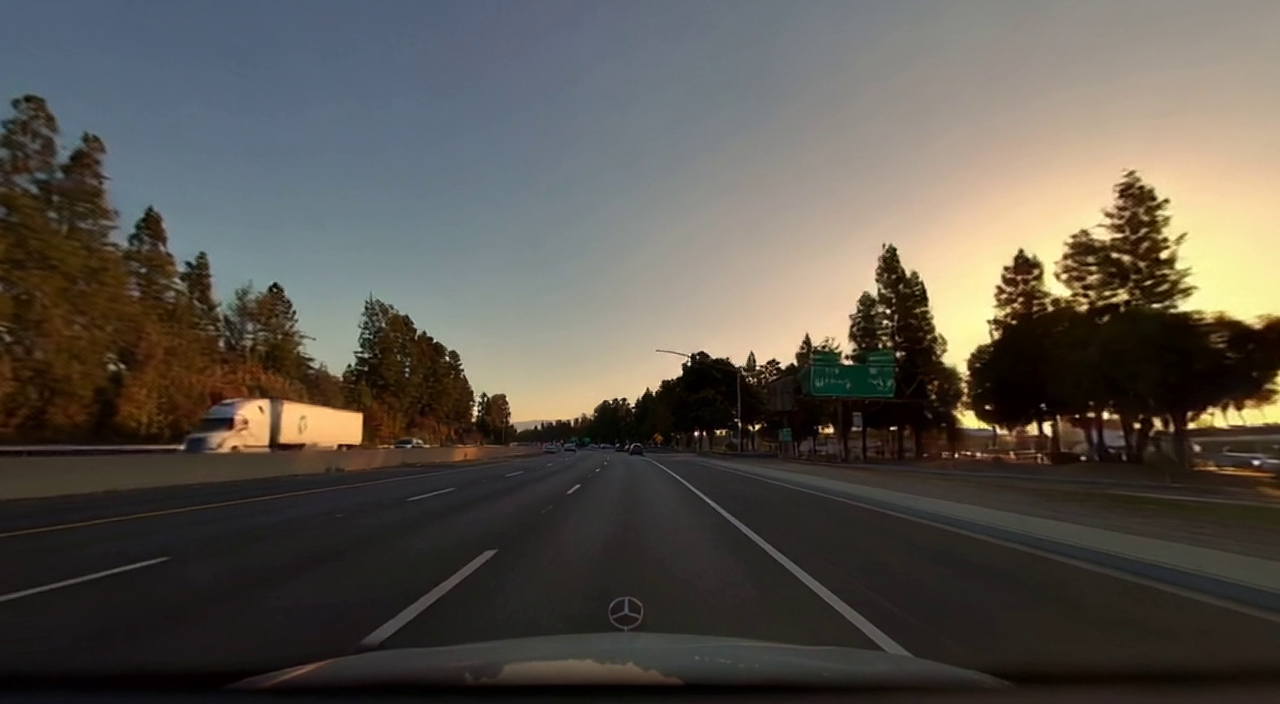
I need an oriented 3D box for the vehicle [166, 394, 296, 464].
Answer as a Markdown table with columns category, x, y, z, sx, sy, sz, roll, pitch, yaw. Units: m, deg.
| category | x | y | z | sx | sy | sz | roll | pitch | yaw |
| --- | --- | --- | --- | --- | --- | --- | --- | --- | --- |
| vehicle | -25.961 | 5.029 | 40.723 | 3.010 | 4.051 | 8.115 | 0 | -8 | -2 |
